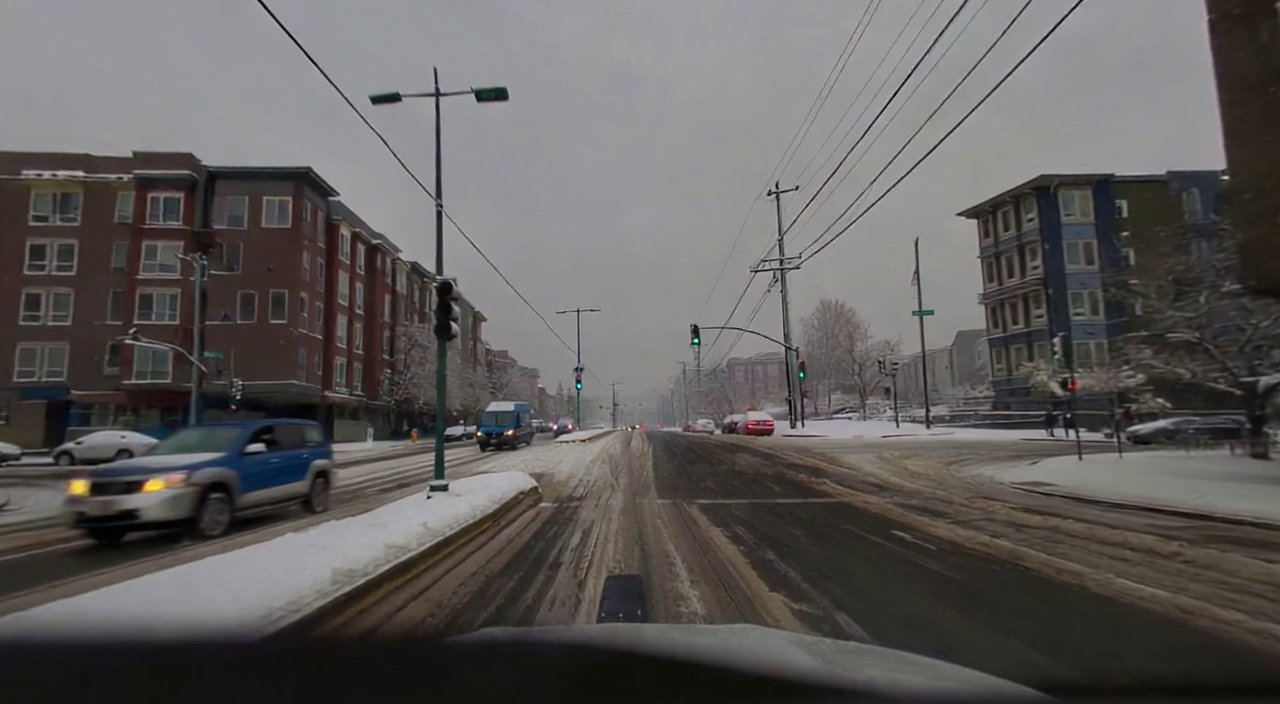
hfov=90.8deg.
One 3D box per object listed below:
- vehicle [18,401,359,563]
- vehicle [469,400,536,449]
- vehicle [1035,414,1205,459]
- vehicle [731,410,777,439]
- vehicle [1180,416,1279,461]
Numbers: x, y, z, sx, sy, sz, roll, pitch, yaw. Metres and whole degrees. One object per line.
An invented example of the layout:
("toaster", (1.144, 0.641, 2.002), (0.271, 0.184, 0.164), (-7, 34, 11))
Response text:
("vehicle", (-6.671, 1.942, 10.274), (2.158, 1.871, 4.742), (-3, -8, -1))
("vehicle", (-7.396, 3.941, 34.727), (2.515, 2.476, 5.364), (0, -6, 0))
("vehicle", (16.333, 2.881, 21.673), (4.210, 1.449, 1.974), (0, -6, 0))
("vehicle", (7.181, 4.662, 40.371), (1.996, 1.704, 4.490), (0, -8, -2))
("vehicle", (21.957, 3.045, 22.016), (4.432, 1.480, 1.818), (0, -8, 4))
